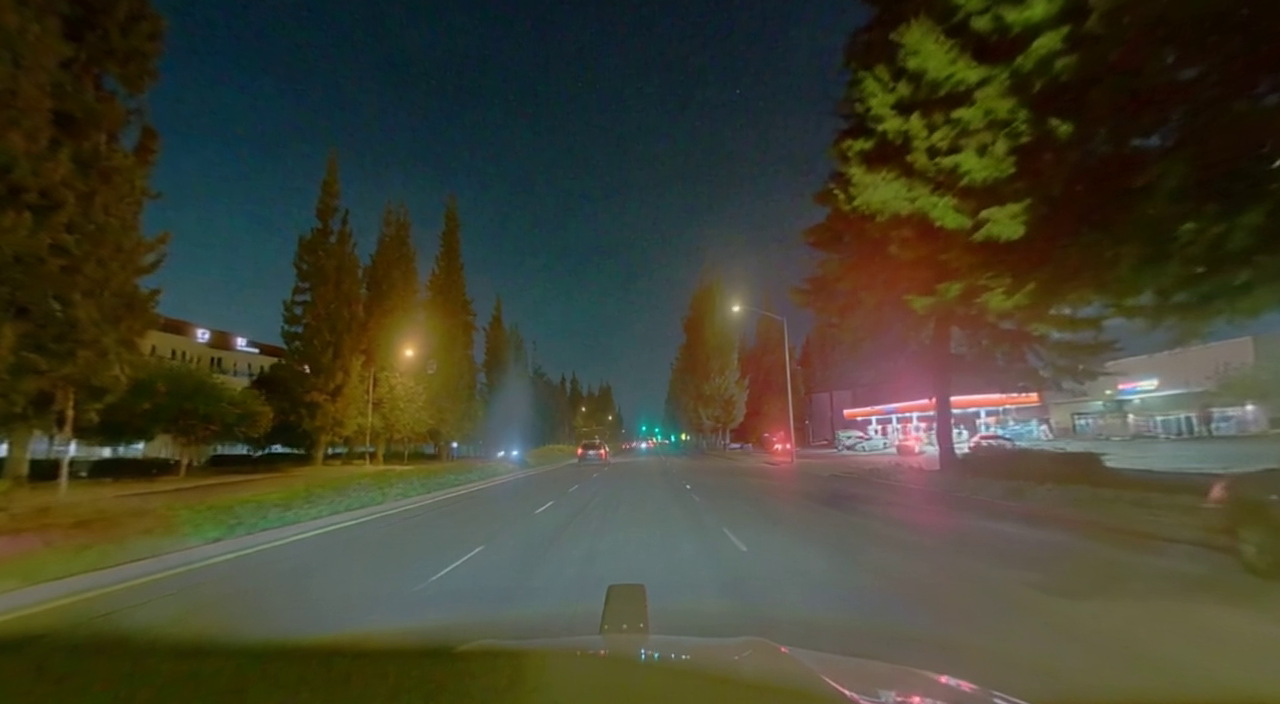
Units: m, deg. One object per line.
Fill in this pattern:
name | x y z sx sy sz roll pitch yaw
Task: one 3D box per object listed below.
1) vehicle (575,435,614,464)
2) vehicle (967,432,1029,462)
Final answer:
vehicle | -2.972 6.543 42.391 2.196 1.801 4.542 0 -8 1
vehicle | 20.860 5.538 36.676 4.394 1.624 1.803 8 -12 -43
